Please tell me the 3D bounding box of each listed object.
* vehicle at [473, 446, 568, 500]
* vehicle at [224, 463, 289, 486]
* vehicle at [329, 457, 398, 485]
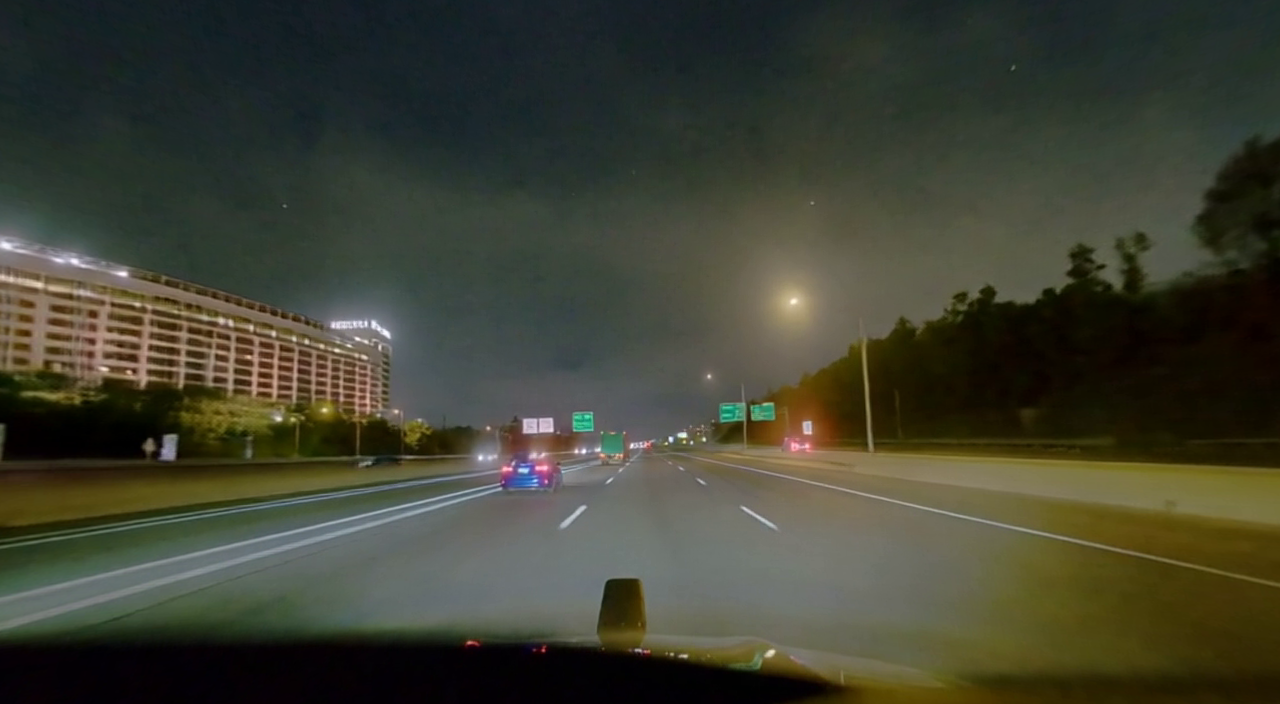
[{"bbox_3d":[-3.596,3.731,19.824,2.039,1.478,4.483,0,-9,1],"label":"vehicle"},{"bbox_3d":[-27.917,8.900,46.096,1.807,1.465,4.595,0,-9,1],"label":"vehicle"},{"bbox_3d":[-15.868,6.830,36.490,1.874,1.450,4.686,0,-9,0],"label":"vehicle"}]
